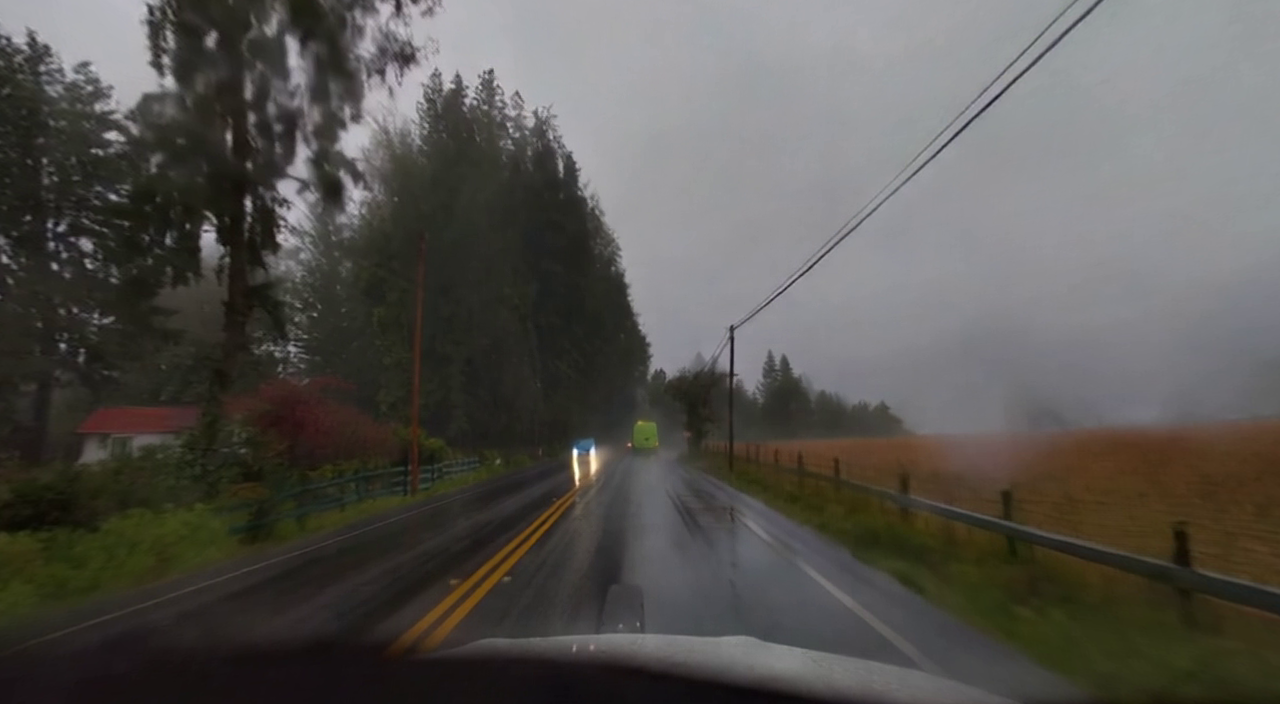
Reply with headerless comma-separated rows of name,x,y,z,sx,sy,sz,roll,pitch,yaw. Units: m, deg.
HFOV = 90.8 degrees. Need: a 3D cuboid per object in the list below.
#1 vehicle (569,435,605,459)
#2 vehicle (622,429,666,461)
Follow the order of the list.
vehicle,-4.008,7.302,48.525,2.342,1.778,4.613,0,-8,1
vehicle,0.141,6.033,40.890,2.649,1.870,5.885,0,-8,-2
